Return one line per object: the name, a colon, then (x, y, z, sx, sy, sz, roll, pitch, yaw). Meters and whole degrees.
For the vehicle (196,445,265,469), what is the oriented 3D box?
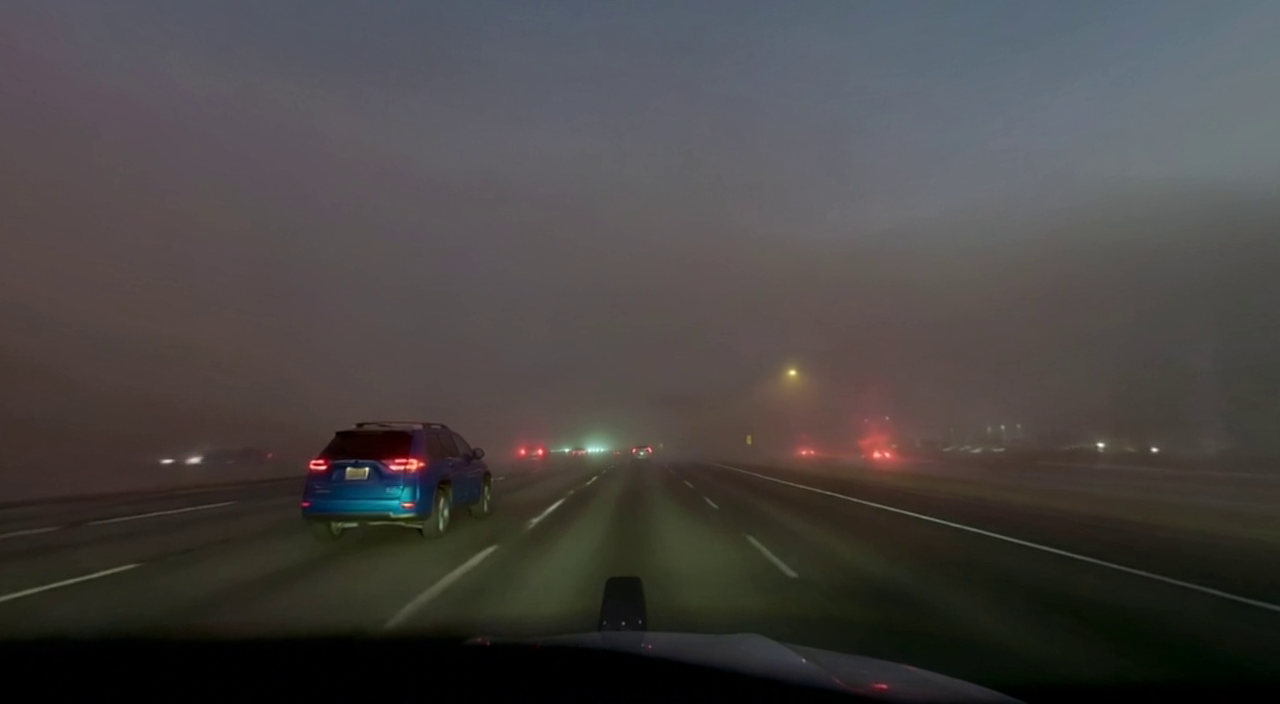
vehicle: (-25.638, 6.582, 39.642, 1.806, 1.440, 3.790, 0, -9, 0)

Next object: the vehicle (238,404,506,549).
vehicle: (-3.775, 1.864, 10.022, 2.214, 1.759, 4.435, 0, -9, 1)

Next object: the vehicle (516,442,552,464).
vehicle: (-7.757, 7.451, 46.512, 1.871, 1.542, 4.371, 0, -9, 0)

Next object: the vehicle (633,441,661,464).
vehicle: (0.499, 7.525, 47.347, 2.023, 1.589, 4.030, 0, -9, 0)
